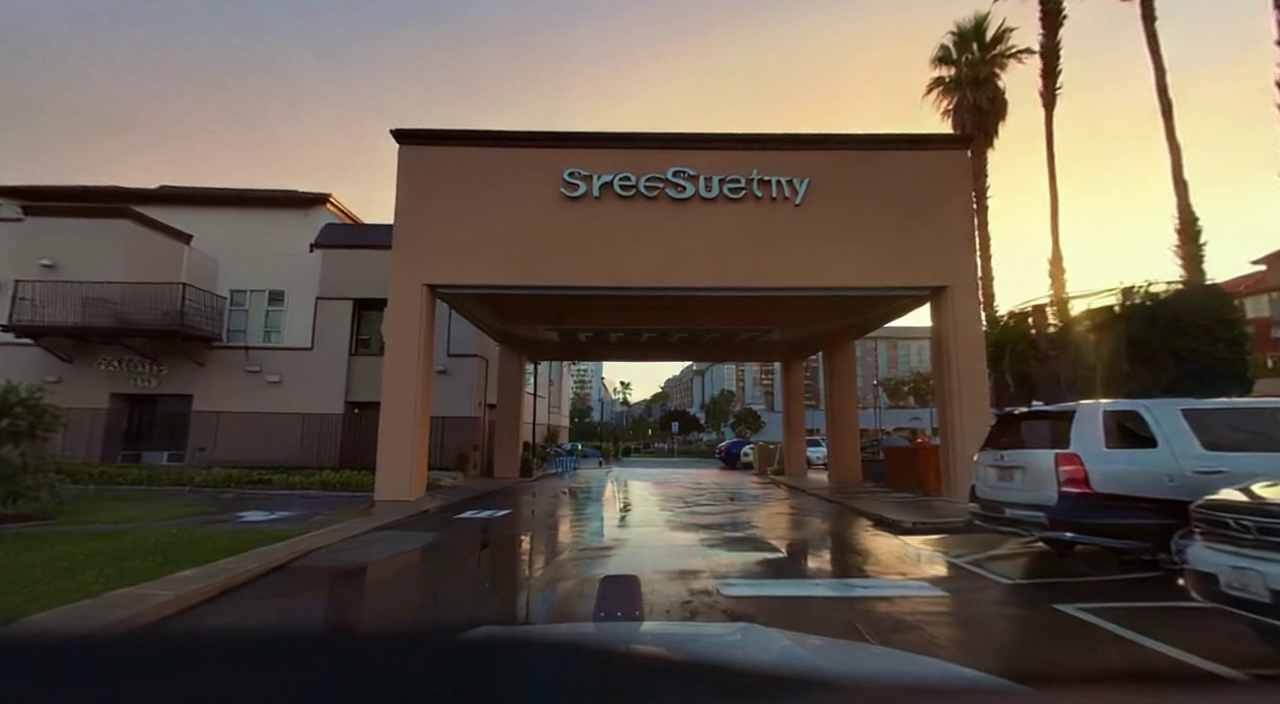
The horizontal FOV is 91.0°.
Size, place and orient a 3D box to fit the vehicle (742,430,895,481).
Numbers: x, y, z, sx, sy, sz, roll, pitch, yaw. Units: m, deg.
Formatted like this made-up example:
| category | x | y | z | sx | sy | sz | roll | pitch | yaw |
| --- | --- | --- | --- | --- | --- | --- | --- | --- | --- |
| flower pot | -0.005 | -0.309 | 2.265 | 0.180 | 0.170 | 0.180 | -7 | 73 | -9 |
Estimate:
| category | x | y | z | sx | sy | sz | roll | pitch | yaw |
| --- | --- | --- | --- | --- | --- | --- | --- | --- | --- |
| vehicle | 6.556 | 3.876 | 23.746 | 5.254 | 1.793 | 1.998 | -1 | -9 | 7 |

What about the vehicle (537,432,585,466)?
| category | x | y | z | sx | sy | sz | roll | pitch | yaw |
| --- | --- | --- | --- | --- | --- | --- | --- | --- | --- |
| vehicle | -4.708 | 5.875 | 38.080 | 1.943 | 1.890 | 4.472 | 0 | -8 | 5 |

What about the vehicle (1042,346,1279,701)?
| category | x | y | z | sx | sy | sz | roll | pitch | yaw |
| --- | --- | --- | --- | --- | --- | --- | --- | --- | --- |
| vehicle | 5.442 | 0.958 | 3.835 | 4.567 | 1.723 | 1.926 | 0 | -9 | 3 |
